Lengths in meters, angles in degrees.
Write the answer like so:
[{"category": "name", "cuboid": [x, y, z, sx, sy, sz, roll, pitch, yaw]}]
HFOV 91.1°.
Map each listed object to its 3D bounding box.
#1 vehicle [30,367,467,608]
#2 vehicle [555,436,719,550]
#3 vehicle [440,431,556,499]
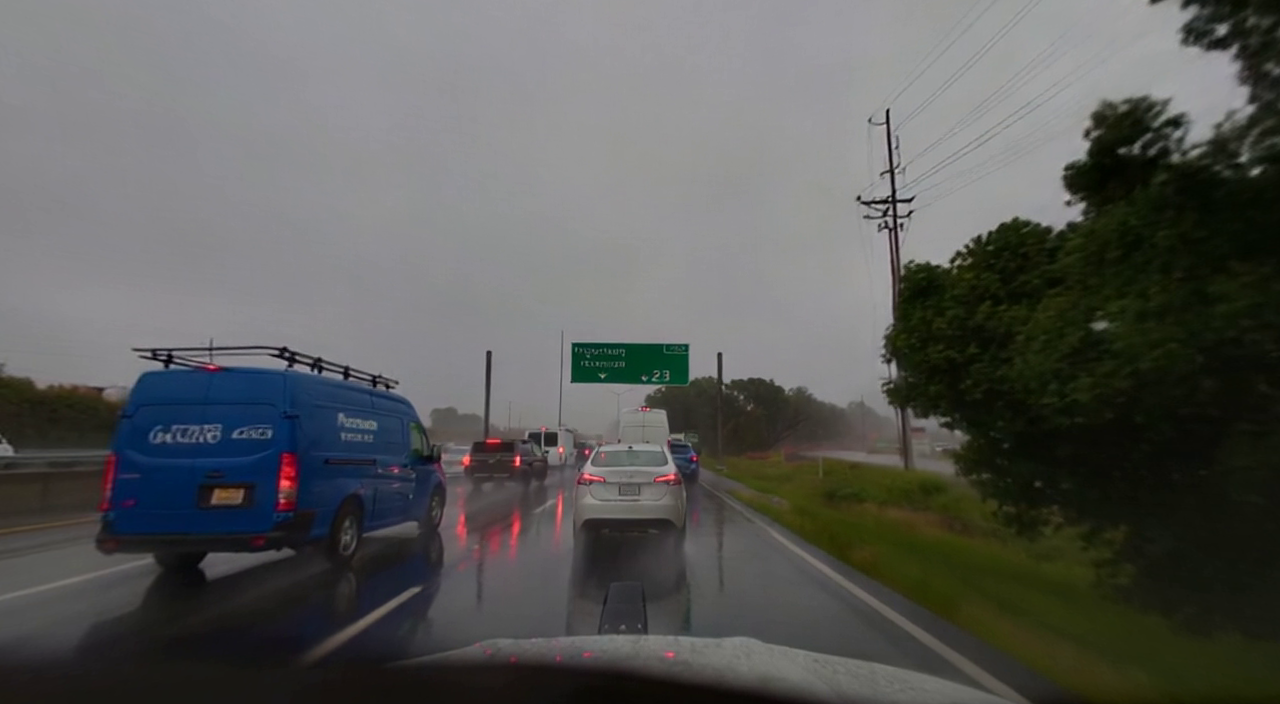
[{"category": "vehicle", "cuboid": [-3.844, 1.436, 7.483, 2.142, 1.952, 4.556, 0, -8, 1]}, {"category": "vehicle", "cuboid": [-0.058, 2.081, 10.002, 2.054, 1.421, 4.090, 0, -8, -1]}, {"category": "vehicle", "cuboid": [-3.837, 3.141, 17.892, 2.114, 1.657, 4.432, 0, -8, 2]}]
